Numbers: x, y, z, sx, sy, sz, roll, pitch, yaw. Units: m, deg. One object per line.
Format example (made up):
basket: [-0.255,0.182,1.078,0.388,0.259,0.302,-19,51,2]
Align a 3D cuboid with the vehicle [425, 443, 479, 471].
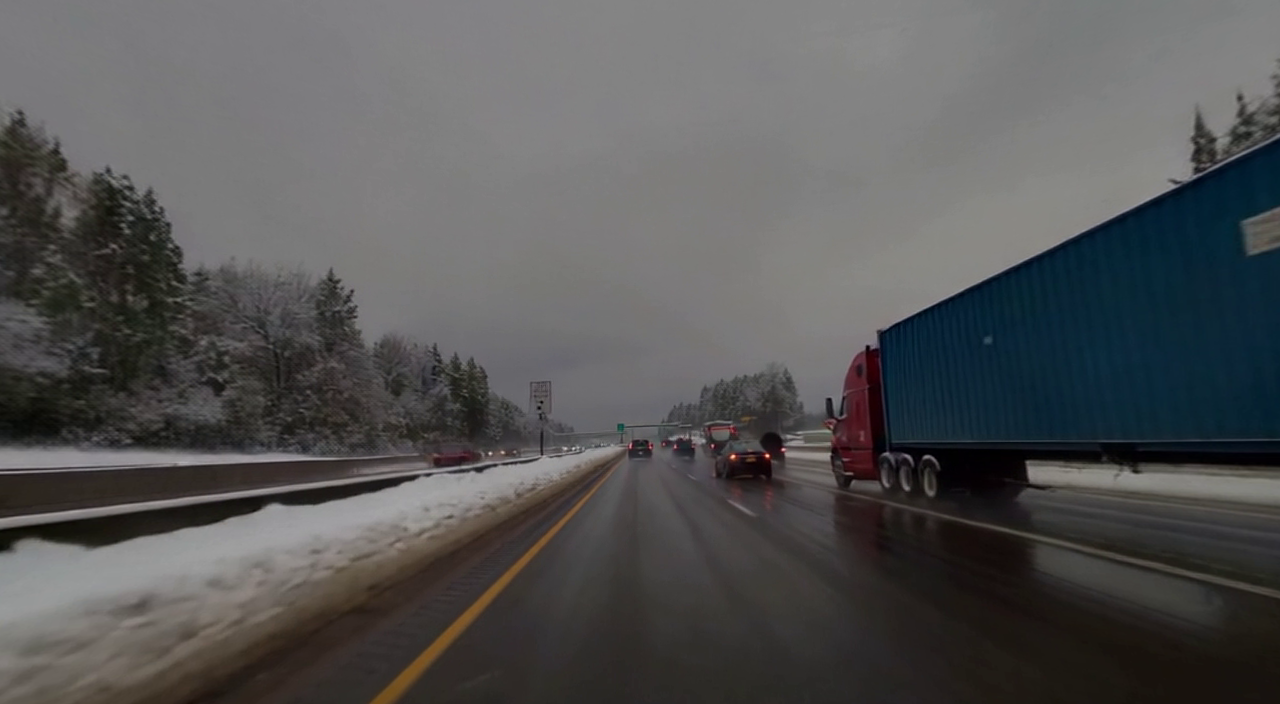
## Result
vehicle: [-13.193,7.372,44.409,2.200,1.857,4.748,0,-8,1]

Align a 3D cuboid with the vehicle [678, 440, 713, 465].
vehicle: [3.906,7.113,44.641,2.084,1.668,4.511,0,-8,0]

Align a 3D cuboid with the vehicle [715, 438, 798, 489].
vehicle: [3.773,3.674,21.129,1.888,1.501,4.608,0,-8,0]

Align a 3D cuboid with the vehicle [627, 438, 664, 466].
vehicle: [0.391,6.529,41.088,2.313,1.736,4.215,0,-8,1]

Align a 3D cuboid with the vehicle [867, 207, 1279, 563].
vehicle: [7.335,0.964,11.587,2.752,3.975,9.319,0,-8,0]
